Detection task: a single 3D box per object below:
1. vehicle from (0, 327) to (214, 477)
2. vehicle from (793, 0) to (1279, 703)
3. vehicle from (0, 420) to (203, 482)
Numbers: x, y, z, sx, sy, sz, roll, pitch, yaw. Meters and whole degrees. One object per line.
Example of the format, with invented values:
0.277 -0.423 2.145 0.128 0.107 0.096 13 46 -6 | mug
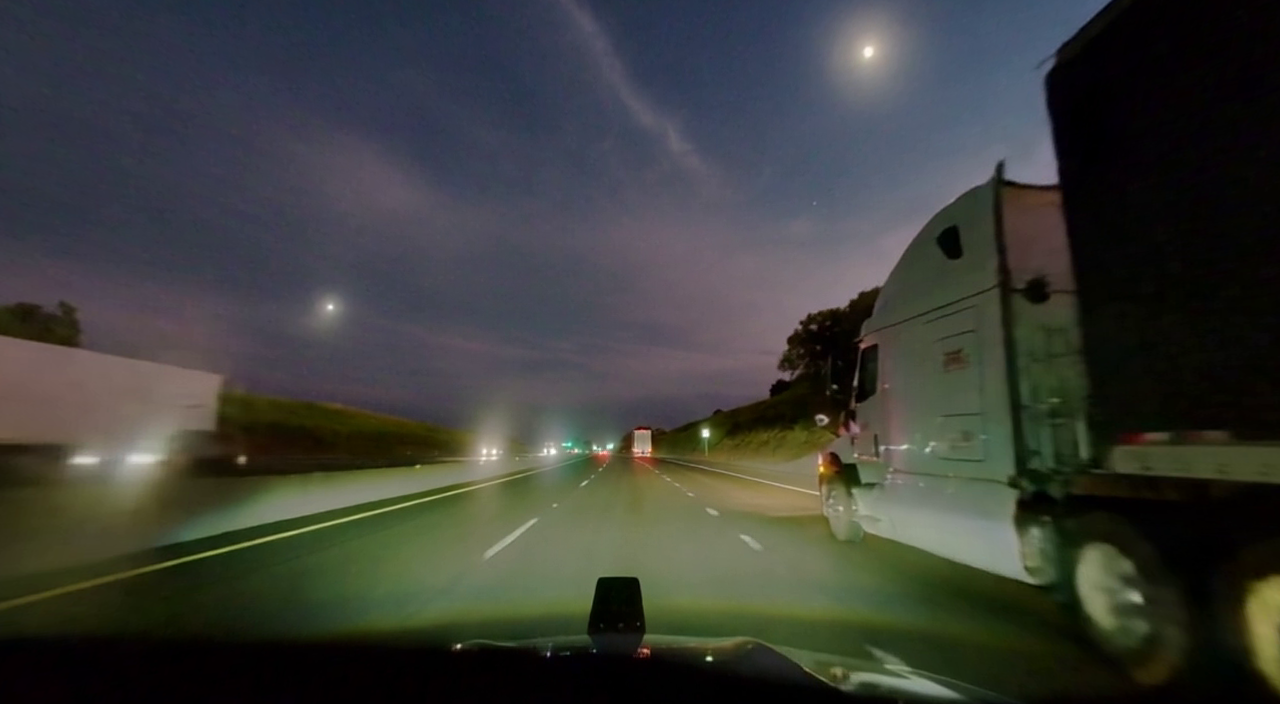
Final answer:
-19.711 1.809 20.230 3.413 4.196 12.063 0 -9 1 | vehicle
3.713 0.237 5.384 3.045 3.825 6.161 0 -9 -1 | vehicle
-15.386 2.876 18.382 2.004 1.551 4.601 0 -9 -1 | vehicle
